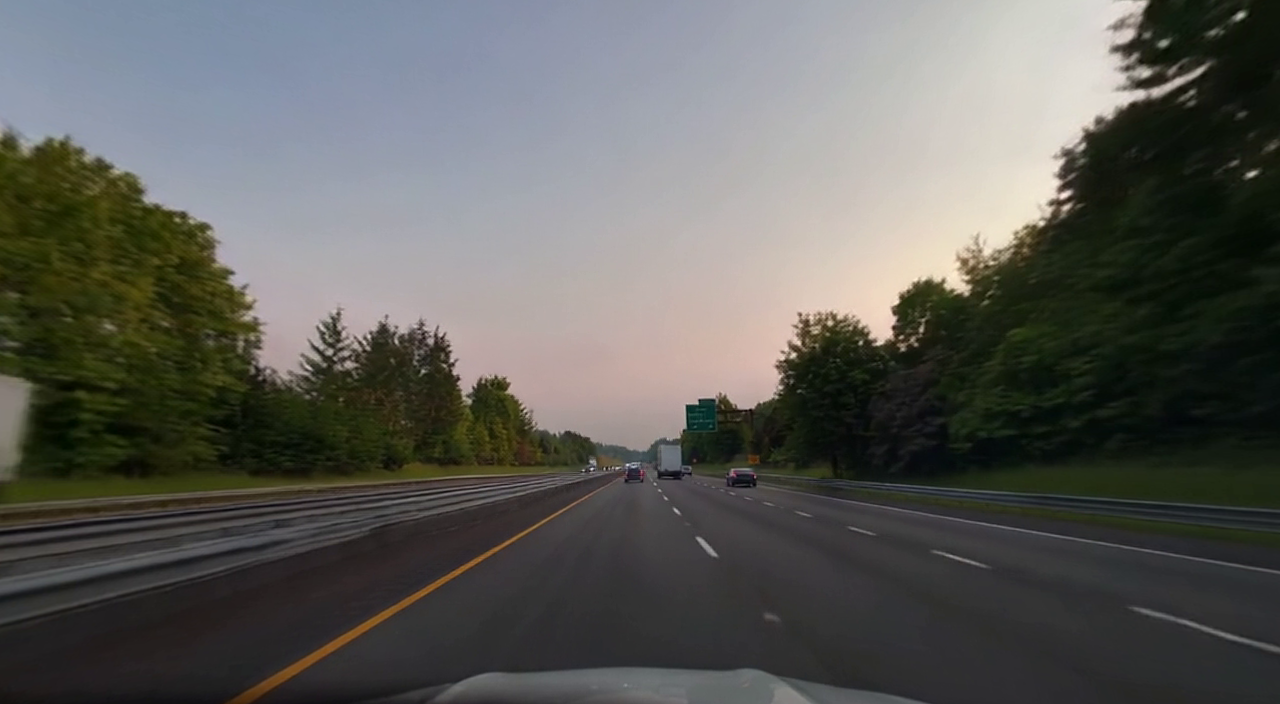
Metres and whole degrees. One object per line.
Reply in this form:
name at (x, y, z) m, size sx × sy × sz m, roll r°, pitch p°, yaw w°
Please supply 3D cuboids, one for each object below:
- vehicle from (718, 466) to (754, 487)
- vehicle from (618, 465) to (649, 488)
vehicle at (7.416, 9.696, 49.175) m, size 1.977 × 1.494 × 4.311 m, roll 1°, pitch -10°, yaw -2°
vehicle at (-0.436, 8.482, 42.916) m, size 2.025 × 1.452 × 3.927 m, roll 1°, pitch -10°, yaw -1°
